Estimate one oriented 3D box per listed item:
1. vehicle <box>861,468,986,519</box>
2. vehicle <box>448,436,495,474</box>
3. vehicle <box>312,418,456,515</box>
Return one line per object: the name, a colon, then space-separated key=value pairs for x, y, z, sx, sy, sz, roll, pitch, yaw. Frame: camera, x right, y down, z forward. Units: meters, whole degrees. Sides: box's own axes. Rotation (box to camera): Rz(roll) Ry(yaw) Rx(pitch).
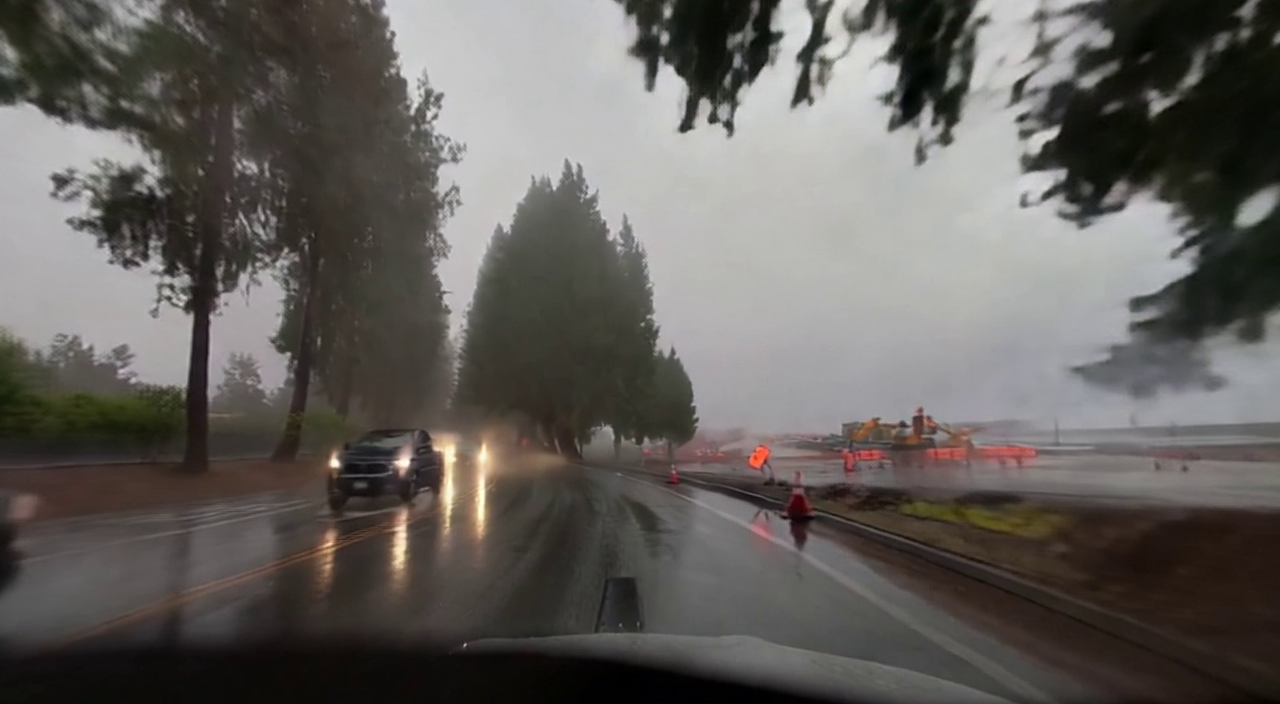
vehicle: x=11.901 y=5.894 z=26.573 sx=4.549 sy=1.745 sz=1.960 roll=2 pitch=-5 yaw=-16
vehicle: x=-9.081 y=5.578 z=34.440 sx=2.193 sy=1.885 sz=4.474 roll=1 pitch=-9 yaw=-12
vehicle: x=-6.510 y=2.945 z=16.771 sx=2.260 sy=2.162 sz=4.555 roll=0 pitch=-8 yaw=-6
